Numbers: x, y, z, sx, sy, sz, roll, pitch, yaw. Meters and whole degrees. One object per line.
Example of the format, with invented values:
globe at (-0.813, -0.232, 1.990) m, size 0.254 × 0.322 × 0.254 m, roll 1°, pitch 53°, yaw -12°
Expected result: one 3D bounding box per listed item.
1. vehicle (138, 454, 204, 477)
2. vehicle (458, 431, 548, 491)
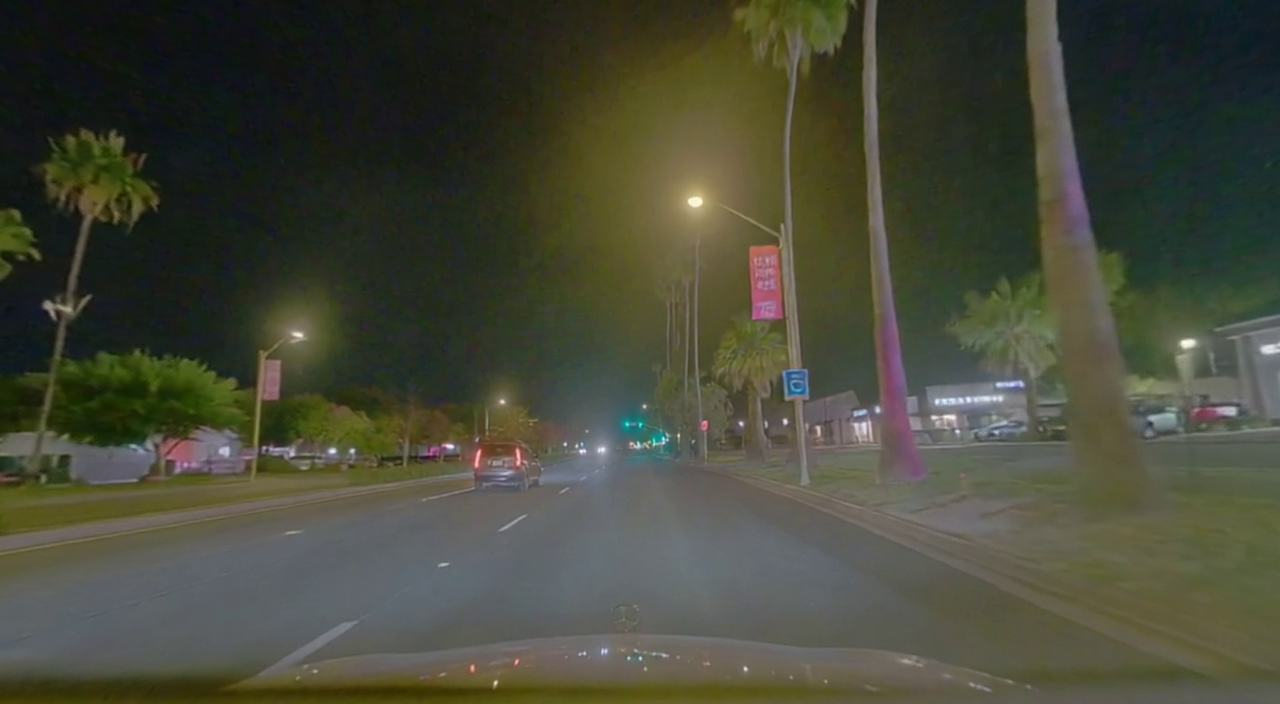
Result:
vehicle at (-34.856, 8.445, 46.903) m, size 1.867 × 1.568 × 4.132 m, roll 1°, pitch -8°, yaw -3°
vehicle at (-4.557, 3.704, 21.723) m, size 2.136 × 1.844 × 4.363 m, roll 0°, pitch -8°, yaw -1°
